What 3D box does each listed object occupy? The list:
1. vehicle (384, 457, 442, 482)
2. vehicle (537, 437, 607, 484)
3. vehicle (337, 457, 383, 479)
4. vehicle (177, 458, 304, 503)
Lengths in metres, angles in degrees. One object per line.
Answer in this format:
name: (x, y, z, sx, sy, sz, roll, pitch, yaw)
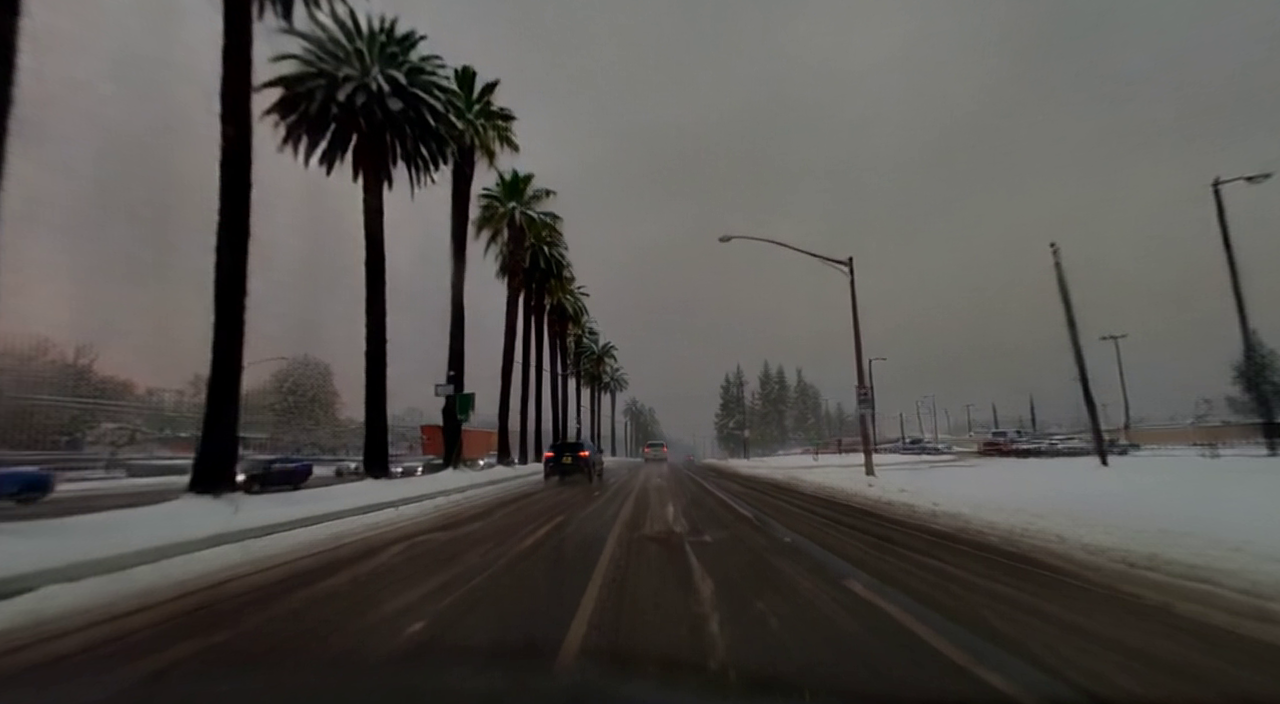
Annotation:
vehicle: (-15.532, 8.035, 43.204, 2.255, 1.551, 4.298, 0, -8, 2)
vehicle: (-2.757, 4.540, 26.647, 2.188, 1.819, 4.667, -1, -8, 4)
vehicle: (-22.088, 9.088, 49.495, 2.079, 1.515, 4.616, 7, -11, -39)
vehicle: (-16.023, 5.132, 25.522, 2.195, 1.559, 4.362, 0, -8, 2)
